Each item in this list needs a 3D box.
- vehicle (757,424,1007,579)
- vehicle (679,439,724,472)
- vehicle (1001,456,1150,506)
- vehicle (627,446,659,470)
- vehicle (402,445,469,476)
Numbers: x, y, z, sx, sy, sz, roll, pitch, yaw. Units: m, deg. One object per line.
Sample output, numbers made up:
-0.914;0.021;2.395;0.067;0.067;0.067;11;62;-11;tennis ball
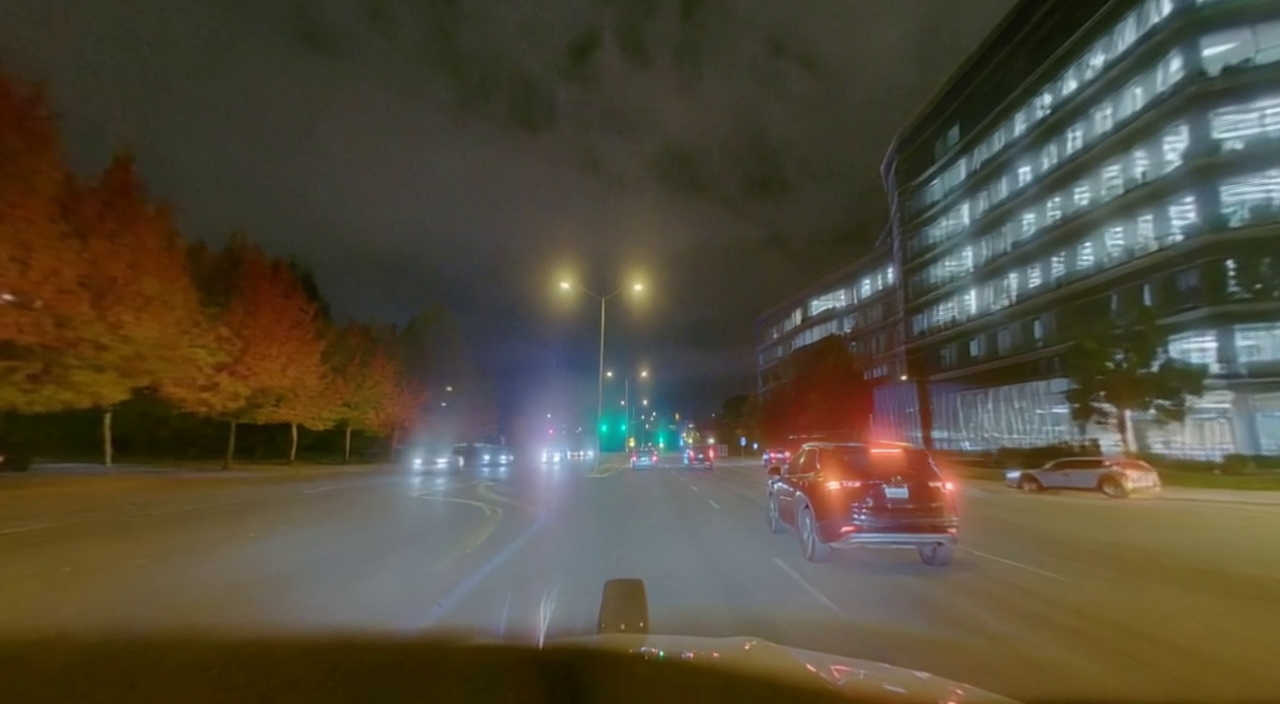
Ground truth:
2.975;1.902;8.799;1.901;1.634;3.896;1;-8;0;vehicle
3.651;6.240;38.111;2.154;1.844;4.634;0;-8;-1;vehicle
16.413;4.841;24.040;4.398;1.634;2.031;-5;-10;31;vehicle
0.182;6.878;41.232;1.991;1.477;3.814;0;-8;0;vehicle
-10.863;5.771;33.821;1.969;1.488;4.612;0;-9;1;vehicle
